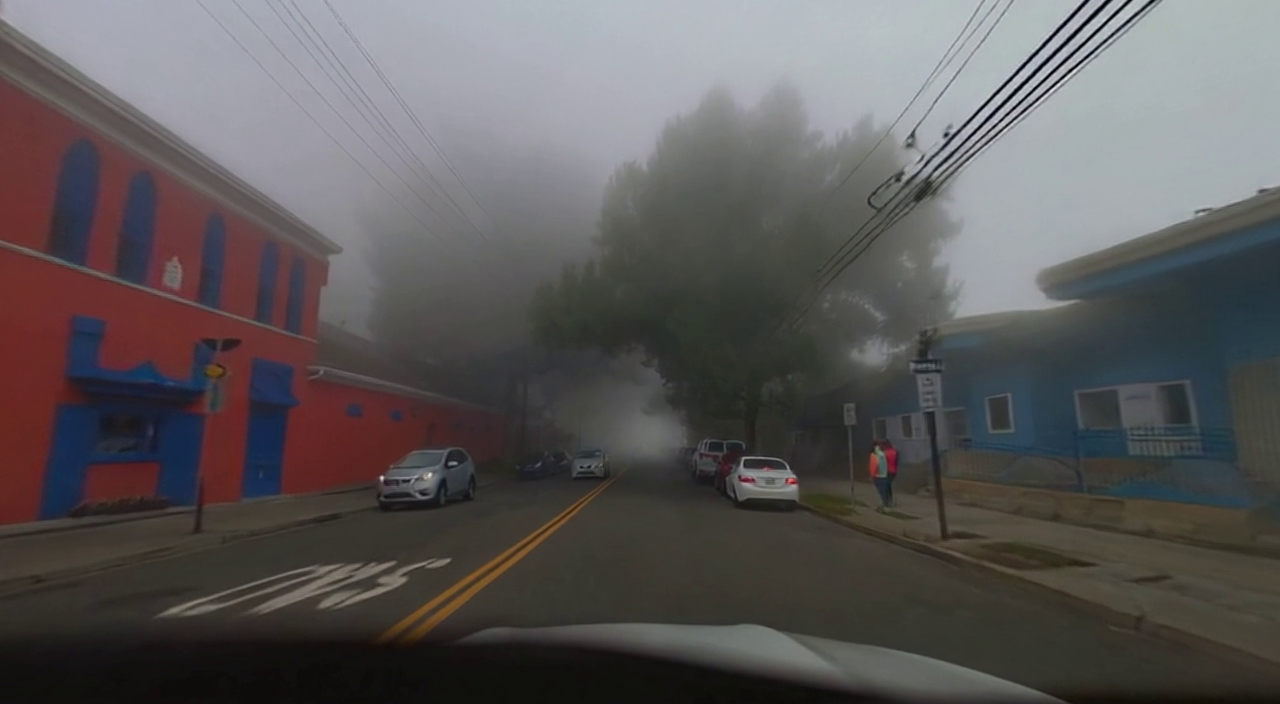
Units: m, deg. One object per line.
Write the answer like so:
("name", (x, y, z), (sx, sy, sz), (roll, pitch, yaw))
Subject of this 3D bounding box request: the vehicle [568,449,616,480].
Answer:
("vehicle", (-2.490, 5.977, 33.869), (2.036, 1.515, 4.437), (0, -9, 2))

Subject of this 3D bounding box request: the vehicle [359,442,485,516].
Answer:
("vehicle", (-6.279, 3.644, 18.791), (2.140, 1.746, 4.385), (-4, -8, 1))

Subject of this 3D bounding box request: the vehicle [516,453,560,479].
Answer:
("vehicle", (-6.123, 6.894, 38.425), (1.844, 1.486, 4.474), (0, -9, 2))

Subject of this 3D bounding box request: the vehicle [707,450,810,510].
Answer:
("vehicle", (3.169, 3.517, 17.889), (1.966, 1.471, 4.552), (0, -9, -1))
